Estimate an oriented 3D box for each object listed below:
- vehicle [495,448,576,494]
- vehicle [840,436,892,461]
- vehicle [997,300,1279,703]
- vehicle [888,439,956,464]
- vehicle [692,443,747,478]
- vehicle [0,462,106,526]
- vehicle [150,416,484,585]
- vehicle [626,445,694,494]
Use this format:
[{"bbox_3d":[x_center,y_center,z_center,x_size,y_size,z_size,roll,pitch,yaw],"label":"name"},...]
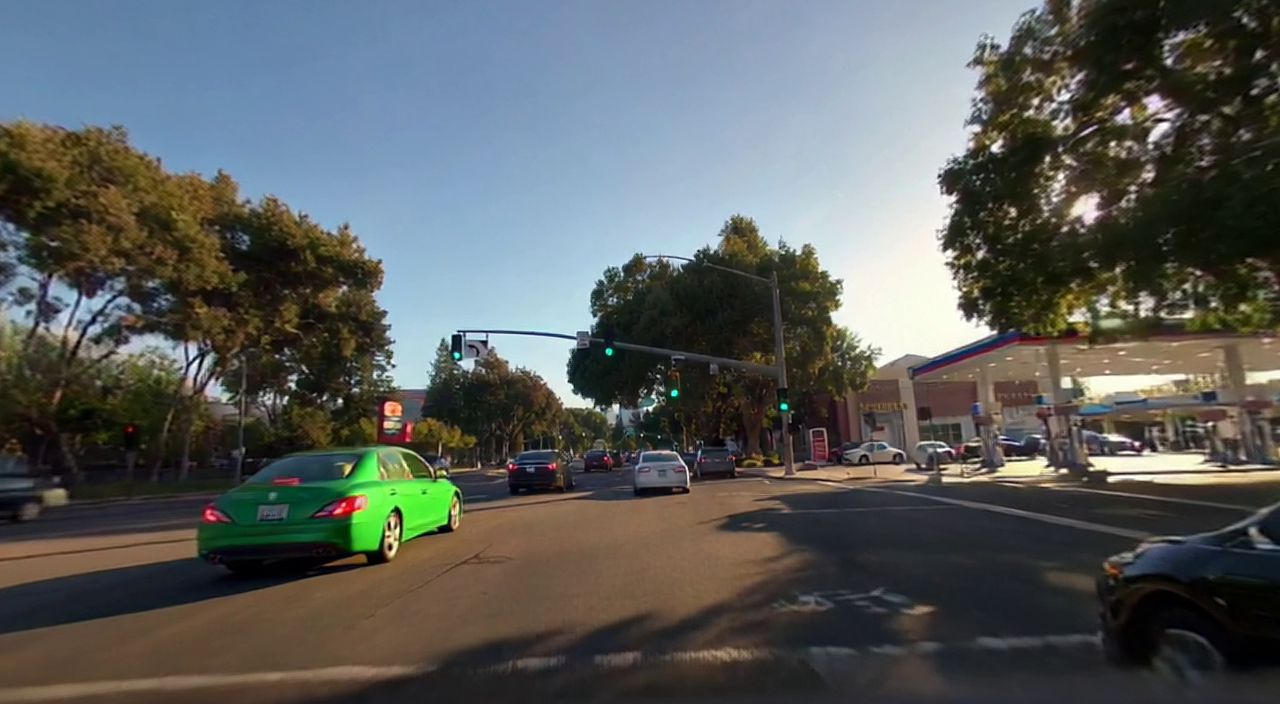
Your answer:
[{"bbox_3d":[-3.517,4.106,22.113,1.995,1.436,4.500,0,-9,1],"label":"vehicle"},{"bbox_3d":[16.880,7.270,47.303,2.110,1.744,4.928,0,-9,1],"label":"vehicle"},{"bbox_3d":[3.314,0.631,1.731,1.992,1.805,4.549,0,-9,1],"label":"vehicle"},{"bbox_3d":[18.011,6.441,40.570,2.081,1.482,4.860,0,-9,0],"label":"vehicle"},{"bbox_3d":[3.660,5.123,29.920,1.920,1.479,4.548,0,-9,-1],"label":"vehicle"},{"bbox_3d":[-18.823,4.183,18.587,1.968,1.684,4.663,-2,-9,2],"label":"vehicle"},{"bbox_3d":[-3.873,1.890,8.855,2.023,1.687,4.874,0,-9,1],"label":"vehicle"},{"bbox_3d":[0.644,3.794,20.662,1.994,1.433,3.894,-1,-9,2],"label":"vehicle"}]
